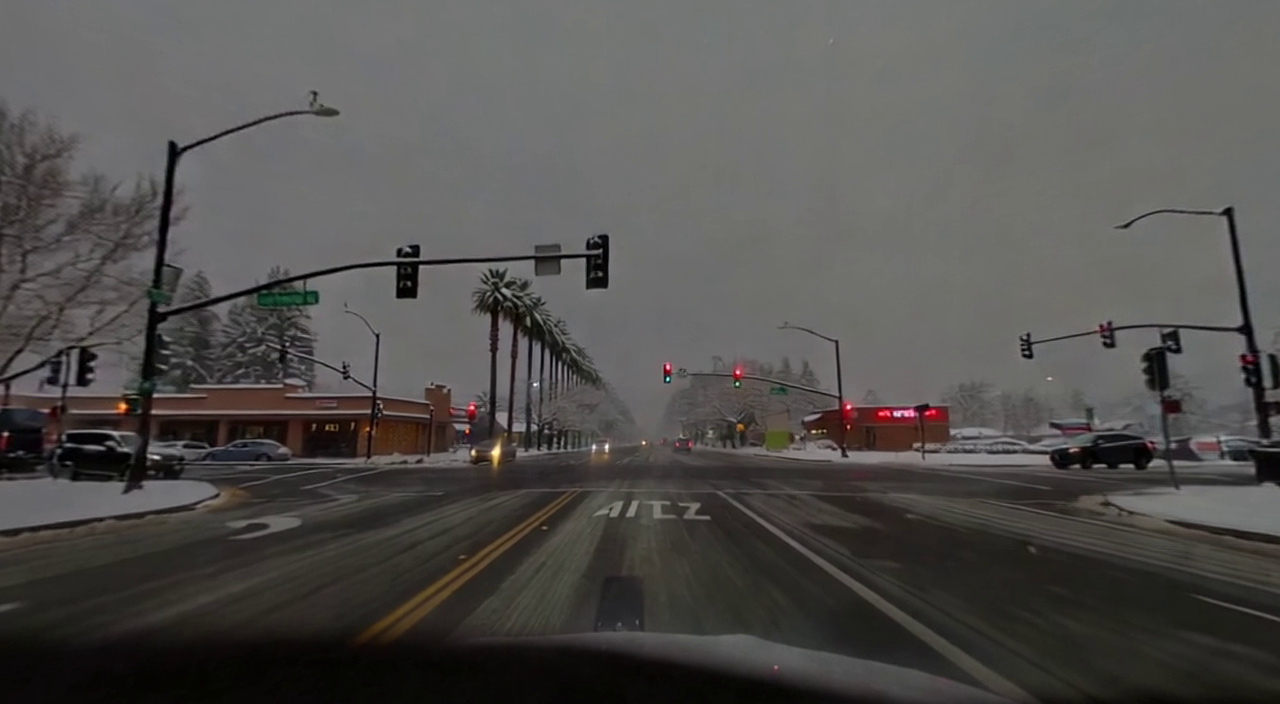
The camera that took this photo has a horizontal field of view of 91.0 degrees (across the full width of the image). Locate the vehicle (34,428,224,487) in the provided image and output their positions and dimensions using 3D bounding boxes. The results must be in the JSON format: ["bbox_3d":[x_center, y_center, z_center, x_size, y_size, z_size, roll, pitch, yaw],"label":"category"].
[{"bbox_3d":[-18.611,3.848,23.133,4.901,2.064,2.296,0,-8,0],"label":"vehicle"}]

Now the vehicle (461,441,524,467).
[{"bbox_3d":[-10.242,7.126,44.084,2.045,1.699,4.563,-3,-9,20],"label":"vehicle"}]

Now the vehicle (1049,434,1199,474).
[{"bbox_3d":[23.353,4.934,30.516,5.509,1.873,2.123,0,-8,-2],"label":"vehicle"}]

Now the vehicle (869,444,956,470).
[{"bbox_3d":[16.618,6.402,38.512,4.451,1.494,1.857,-1,-9,5],"label":"vehicle"}]

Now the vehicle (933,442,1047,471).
[{"bbox_3d":[18.874,5.674,34.125,4.977,1.508,1.948,0,-8,0],"label":"vehicle"}]
